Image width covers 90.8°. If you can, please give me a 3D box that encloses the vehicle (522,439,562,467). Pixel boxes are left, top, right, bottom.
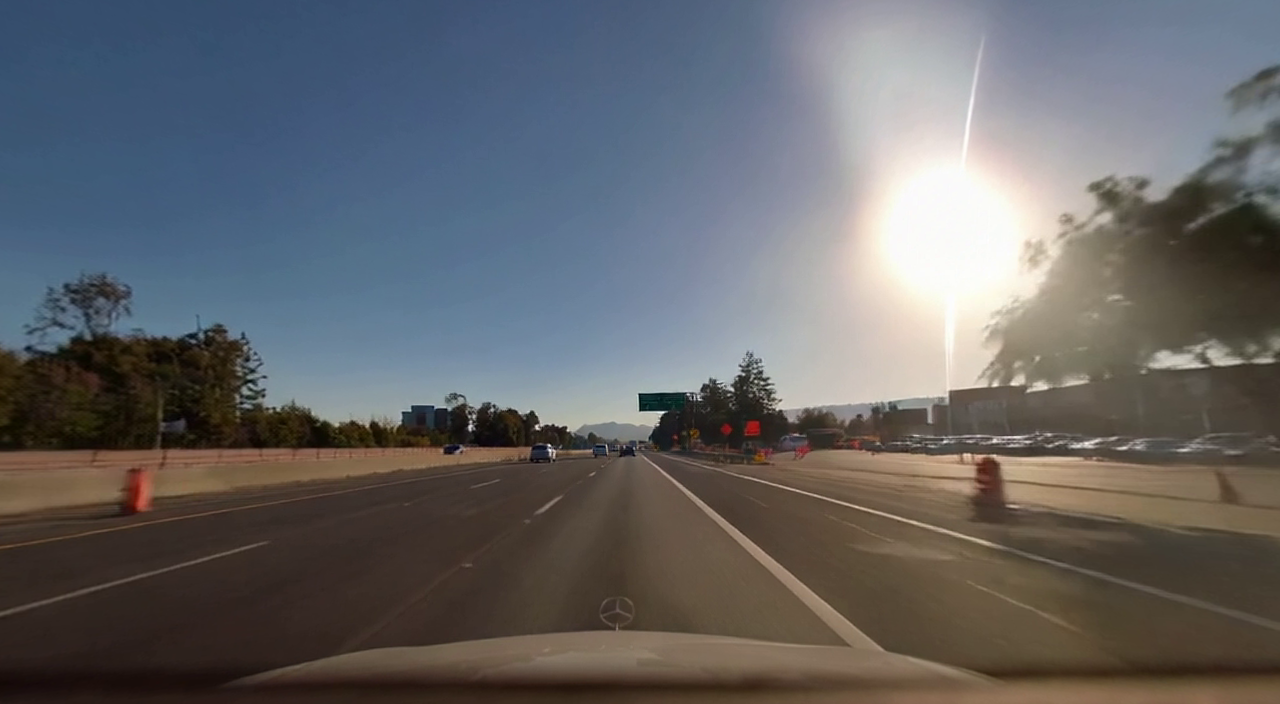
[{"bbox_3d":[-6.530,6.747,42.491,2.036,1.758,4.529,0,-9,0],"label":"vehicle"}]
